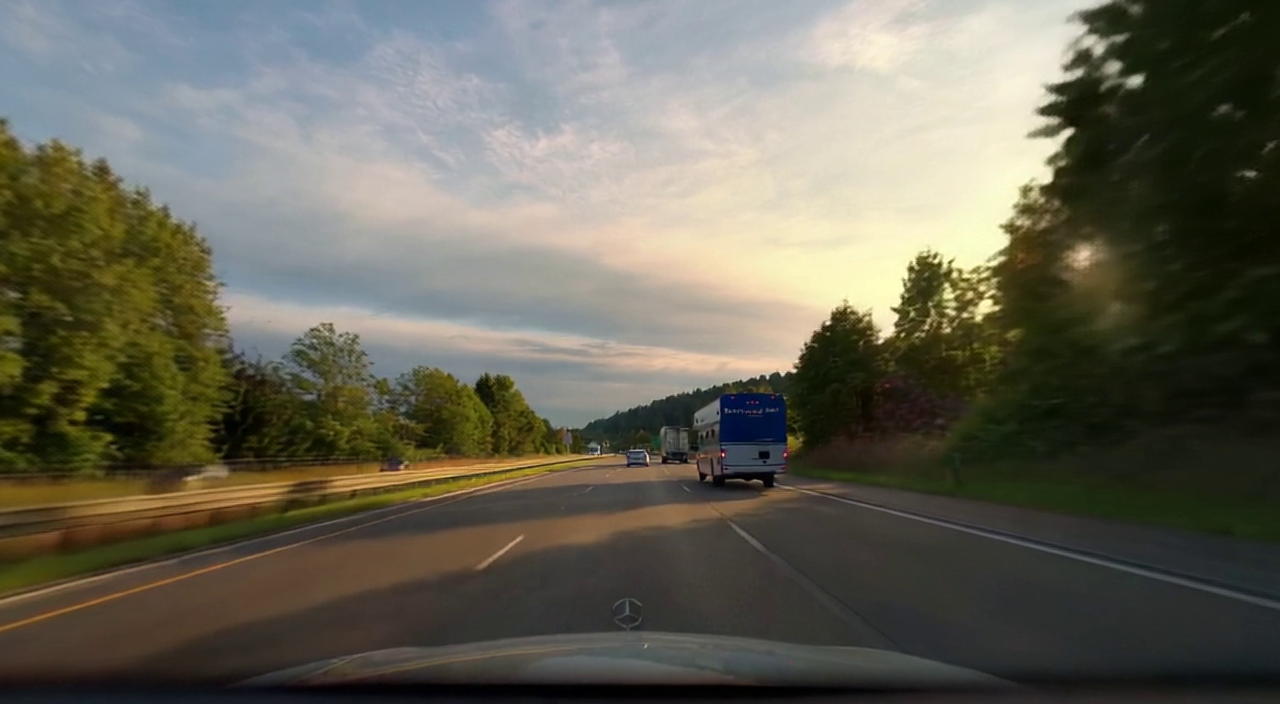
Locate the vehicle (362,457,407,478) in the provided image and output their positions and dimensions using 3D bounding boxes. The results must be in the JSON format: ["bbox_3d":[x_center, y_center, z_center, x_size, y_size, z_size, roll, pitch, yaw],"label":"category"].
[{"bbox_3d":[-19.221,8.700,47.634,1.732,1.489,3.852,0,-9,1],"label":"vehicle"}]

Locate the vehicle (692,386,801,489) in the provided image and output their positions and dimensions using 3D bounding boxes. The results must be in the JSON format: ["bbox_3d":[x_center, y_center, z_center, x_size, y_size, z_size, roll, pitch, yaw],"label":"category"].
[{"bbox_3d":[4.012,3.628,26.128,2.931,3.530,8.760,0,-9,0],"label":"vehicle"}]

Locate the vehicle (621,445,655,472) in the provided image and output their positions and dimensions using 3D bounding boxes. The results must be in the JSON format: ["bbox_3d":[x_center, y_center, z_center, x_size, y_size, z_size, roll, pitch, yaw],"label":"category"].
[{"bbox_3d":[-0.115,7.108,42.119,2.151,1.678,3.923,0,-9,1],"label":"vehicle"}]

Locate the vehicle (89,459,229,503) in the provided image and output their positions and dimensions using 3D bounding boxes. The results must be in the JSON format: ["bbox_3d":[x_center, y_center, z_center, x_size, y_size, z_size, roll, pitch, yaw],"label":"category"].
[{"bbox_3d":[-19.354,5.191,25.709,1.951,1.532,4.727,0,-9,0],"label":"vehicle"}]
